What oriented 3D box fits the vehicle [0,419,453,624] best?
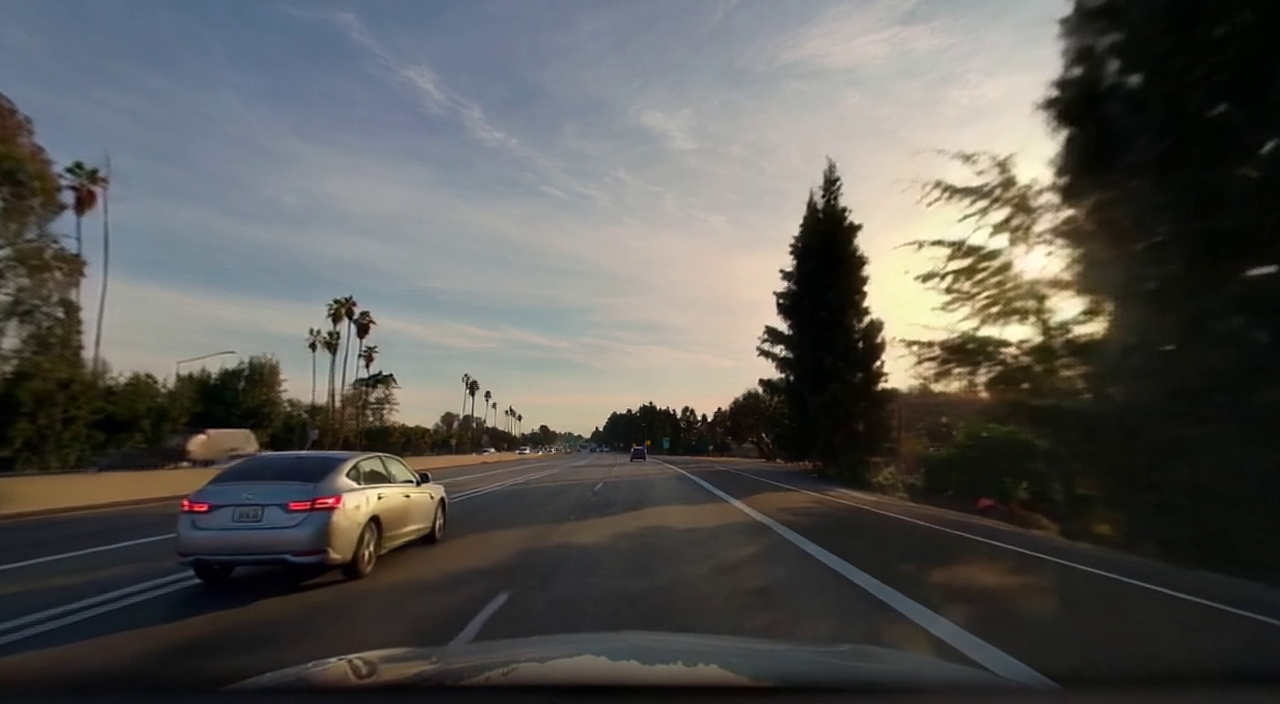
[{"bbox_3d":[-3.974,1.656,7.282,2.092,1.562,4.748,0,-8,1],"label":"vehicle"}]
